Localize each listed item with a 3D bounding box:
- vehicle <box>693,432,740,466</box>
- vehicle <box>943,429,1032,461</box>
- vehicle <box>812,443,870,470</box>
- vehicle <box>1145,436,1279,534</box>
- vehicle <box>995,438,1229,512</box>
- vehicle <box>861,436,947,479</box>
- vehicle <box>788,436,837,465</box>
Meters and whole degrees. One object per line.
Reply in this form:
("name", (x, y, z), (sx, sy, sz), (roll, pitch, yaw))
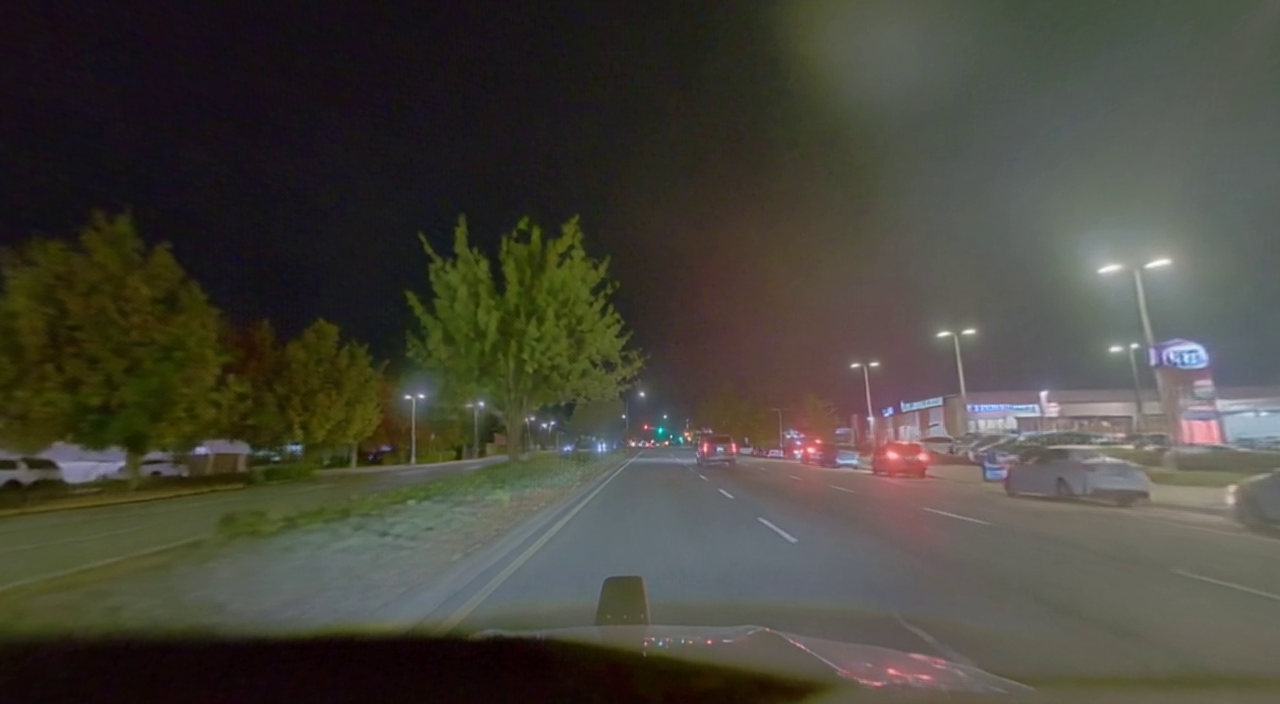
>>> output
("vehicle", (4.401, 5.657, 37.007), (2.183, 1.845, 4.482), (0, -8, 0))
("vehicle", (20.313, 5.473, 37.101), (2.116, 1.731, 4.835), (1, -8, -6))
("vehicle", (11.116, 5.776, 35.073), (1.824, 1.364, 4.238), (0, -8, 0))
("vehicle", (10.651, 2.061, 9.811), (1.842, 1.474, 4.456), (0, -8, 0))
("vehicle", (10.838, 2.819, 15.080), (1.894, 1.469, 4.730), (0, -8, -1))
("vehicle", (10.958, 4.393, 26.527), (1.958, 1.654, 4.258), (0, -8, 3))
("vehicle", (11.246, 6.470, 41.518), (1.959, 1.751, 4.961), (0, -8, 2))
